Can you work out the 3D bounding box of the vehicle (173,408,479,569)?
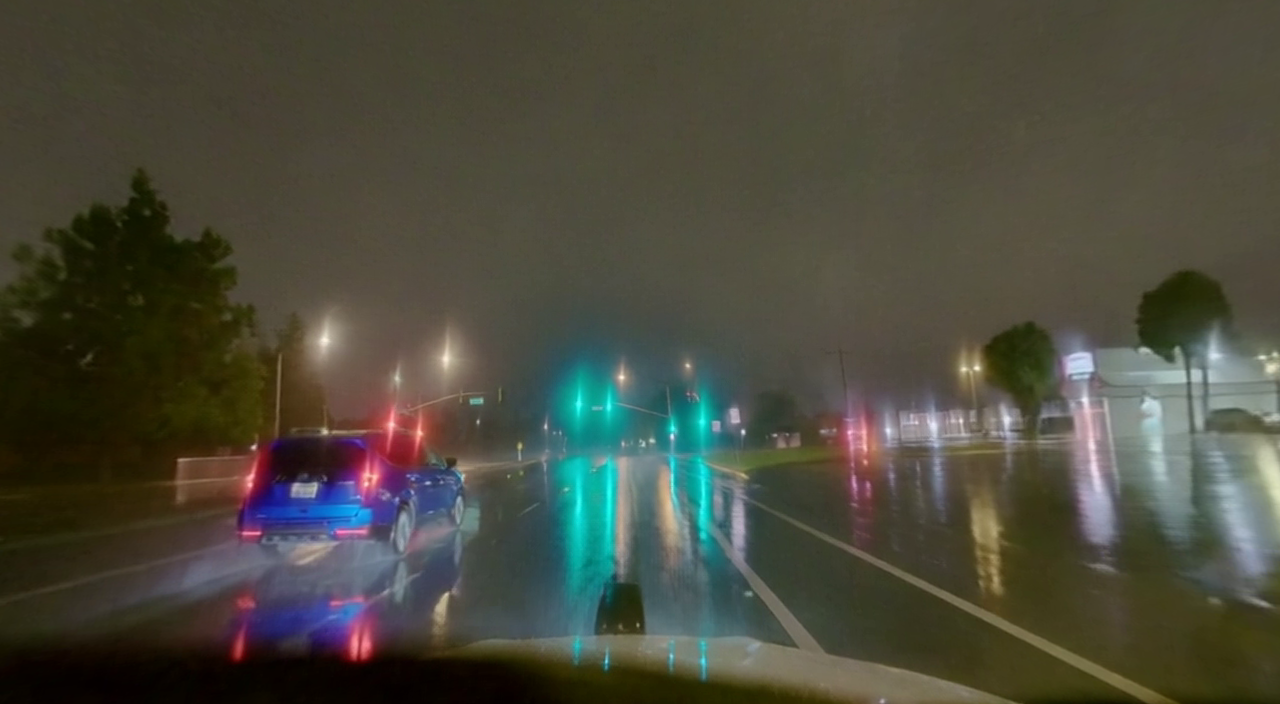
[{"bbox_3d":[-3.979,1.818,9.123,2.121,1.724,4.392,0,-9,0],"label":"vehicle"}]
